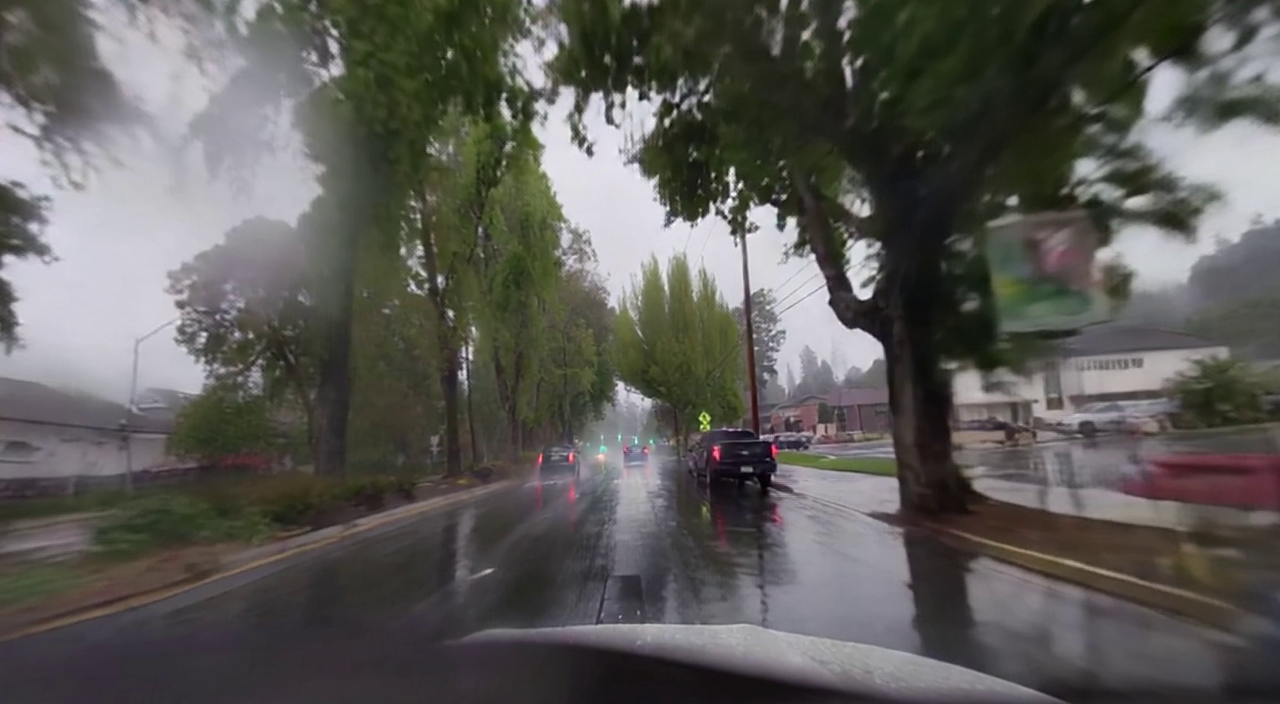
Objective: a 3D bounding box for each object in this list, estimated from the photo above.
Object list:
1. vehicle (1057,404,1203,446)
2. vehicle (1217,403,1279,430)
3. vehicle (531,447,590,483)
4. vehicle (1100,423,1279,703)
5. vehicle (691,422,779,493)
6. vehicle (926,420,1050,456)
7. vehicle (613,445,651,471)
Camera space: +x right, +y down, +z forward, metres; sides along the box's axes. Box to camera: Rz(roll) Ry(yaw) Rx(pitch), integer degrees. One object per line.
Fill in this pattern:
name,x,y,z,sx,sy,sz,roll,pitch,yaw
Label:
vehicle,21.953,3.380,28.466,2.031,1.732,4.653,3,-9,-23
vehicle,39.466,4.216,40.655,1.826,1.445,4.549,-9,-11,26
vehicle,-3.501,5.058,28.545,2.083,1.460,4.527,0,-9,0
vehicle,3.145,0.629,0.314,2.076,1.479,4.754,-4,-9,-2
vehicle,2.961,3.471,20.986,2.072,2.017,5.590,0,-9,0
vehicle,15.731,3.952,28.723,1.881,1.477,4.617,4,-10,-27
vehicle,-0.472,6.352,37.860,2.187,1.478,4.138,0,-9,-1
